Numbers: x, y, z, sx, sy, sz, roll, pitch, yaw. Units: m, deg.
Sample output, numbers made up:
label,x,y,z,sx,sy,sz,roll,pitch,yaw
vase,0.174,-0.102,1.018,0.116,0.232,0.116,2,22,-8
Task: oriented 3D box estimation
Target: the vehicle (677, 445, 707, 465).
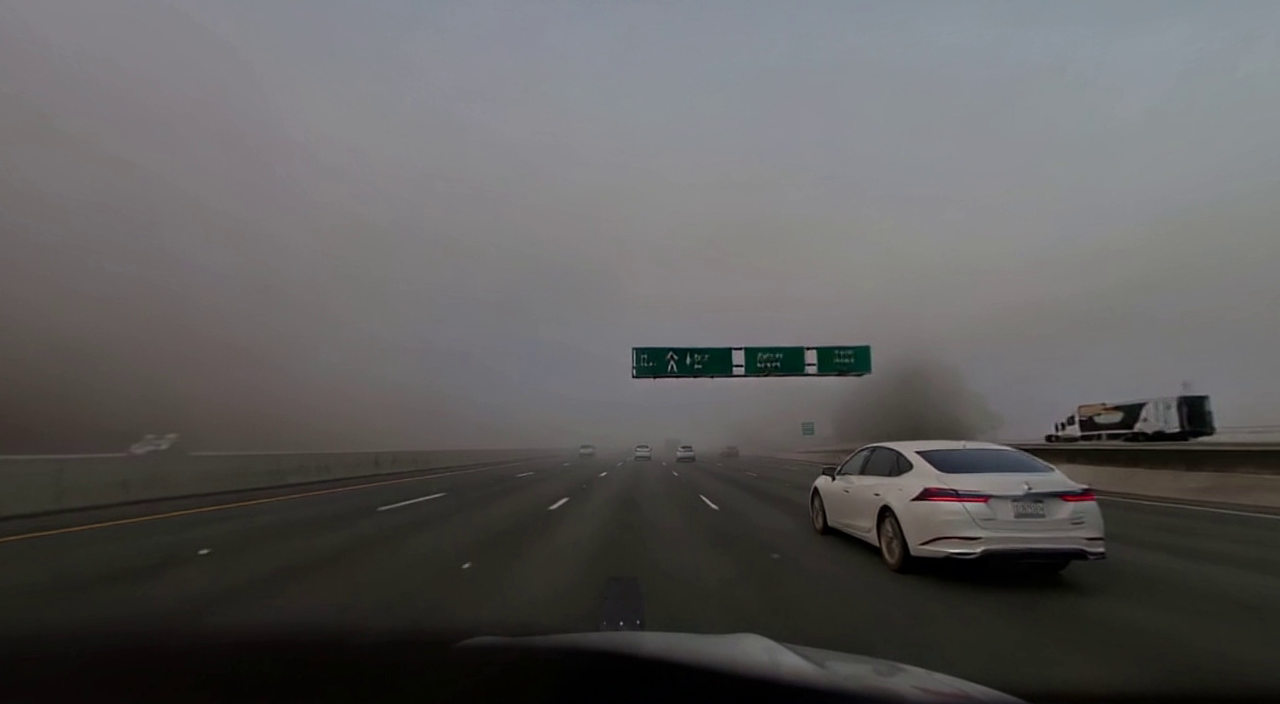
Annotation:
label,x,y,z,sx,sy,sz,roll,pitch,yaw
vehicle,3.989,8.011,49.077,2.076,1.506,4.050,0,-9,1
